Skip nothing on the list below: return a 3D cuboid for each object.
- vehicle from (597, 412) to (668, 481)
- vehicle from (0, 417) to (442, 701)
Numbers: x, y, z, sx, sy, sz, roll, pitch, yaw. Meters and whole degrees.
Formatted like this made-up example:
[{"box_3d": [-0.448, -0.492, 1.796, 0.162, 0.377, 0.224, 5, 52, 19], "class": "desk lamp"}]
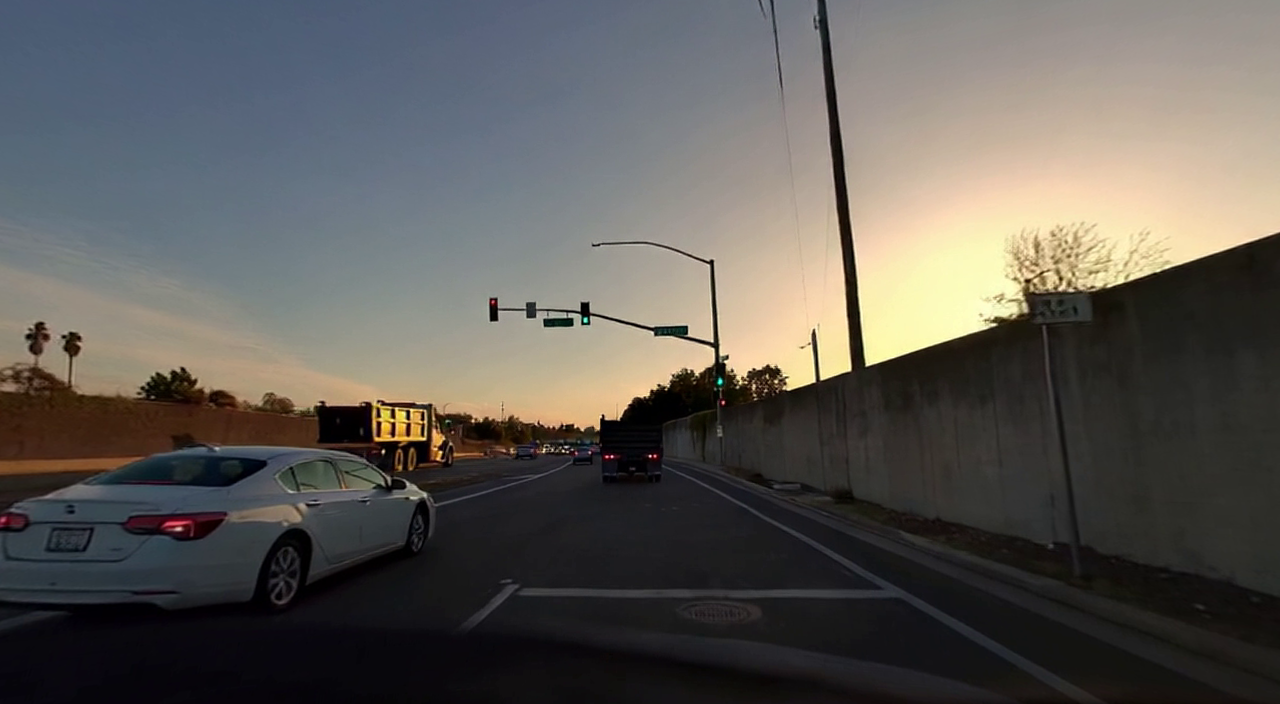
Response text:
[{"box_3d": [-0.345, 3.553, 23.830, 2.355, 2.305, 5.336, 0, -9, -2], "class": "vehicle"}, {"box_3d": [-3.710, 1.462, 5.882, 2.019, 1.480, 4.966, 0, -8, 1], "class": "vehicle"}]
